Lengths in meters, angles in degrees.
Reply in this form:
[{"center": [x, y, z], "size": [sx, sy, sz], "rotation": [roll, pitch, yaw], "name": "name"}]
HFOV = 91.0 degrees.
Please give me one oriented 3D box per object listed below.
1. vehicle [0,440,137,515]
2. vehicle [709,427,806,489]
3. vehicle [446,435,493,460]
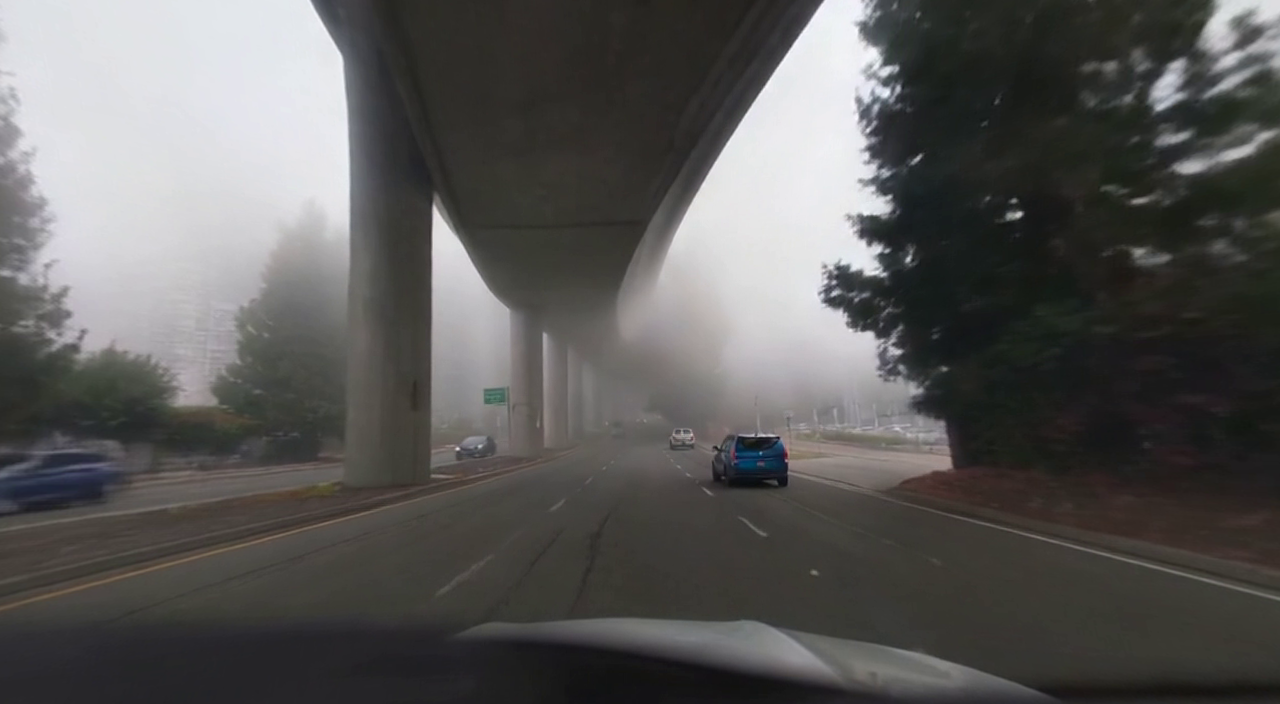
[{"center": [-15.838, 3.155, 16.174], "size": [1.958, 1.725, 4.539], "rotation": [0, -9, 1], "name": "vehicle"}, {"center": [3.487, 3.262, 19.647], "size": [2.110, 1.712, 4.489], "rotation": [0, -9, 0], "name": "vehicle"}, {"center": [-12.234, 6.906, 45.515], "size": [1.976, 1.694, 4.453], "rotation": [0, -9, 2], "name": "vehicle"}]
